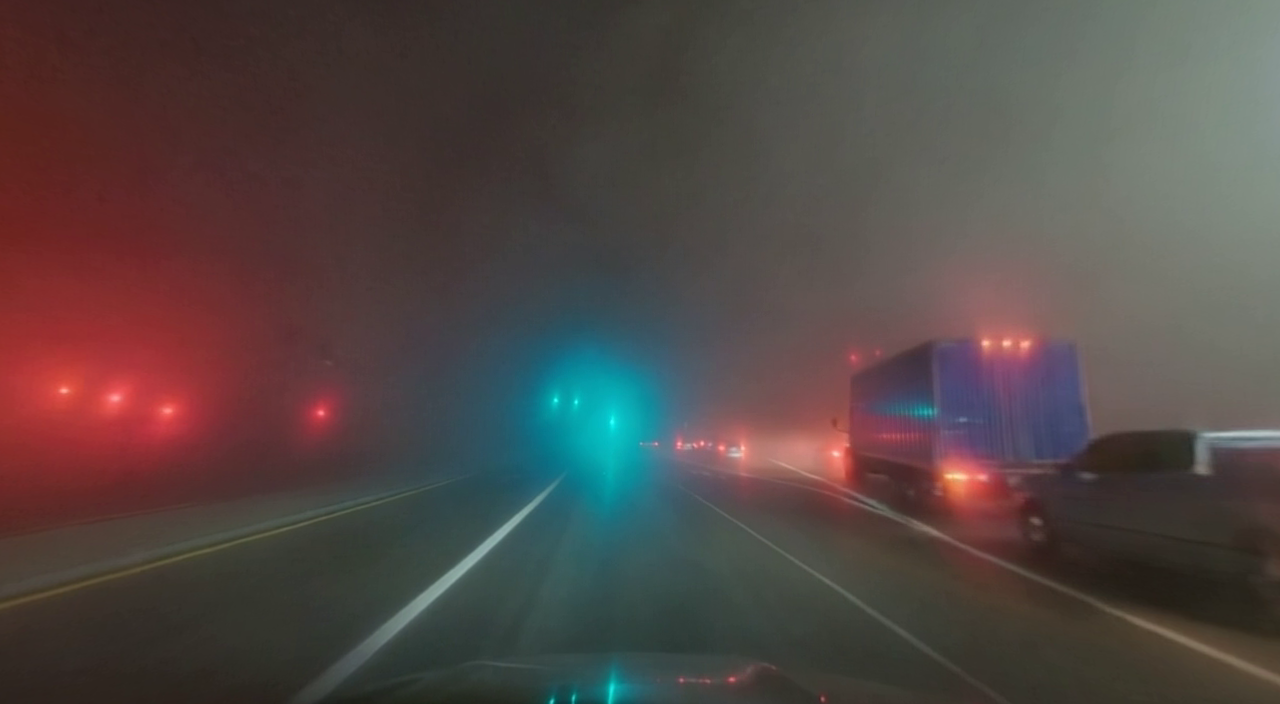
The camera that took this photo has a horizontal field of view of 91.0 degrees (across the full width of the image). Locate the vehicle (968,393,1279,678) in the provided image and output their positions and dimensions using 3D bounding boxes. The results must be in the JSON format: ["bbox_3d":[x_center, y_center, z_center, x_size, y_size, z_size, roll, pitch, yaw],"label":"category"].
[{"bbox_3d":[4.917,1.348,5.712,1.926,1.650,4.315,-1,-8,7],"label":"vehicle"}]

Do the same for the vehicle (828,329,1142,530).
[{"bbox_3d":[6.336,1.719,13.530,2.625,2.975,8.237,-1,-8,5],"label":"vehicle"}]

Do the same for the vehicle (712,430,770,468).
[{"bbox_3d":[4.970,4.847,31.501,1.917,1.748,4.003,0,-8,-5],"label":"vehicle"}]
